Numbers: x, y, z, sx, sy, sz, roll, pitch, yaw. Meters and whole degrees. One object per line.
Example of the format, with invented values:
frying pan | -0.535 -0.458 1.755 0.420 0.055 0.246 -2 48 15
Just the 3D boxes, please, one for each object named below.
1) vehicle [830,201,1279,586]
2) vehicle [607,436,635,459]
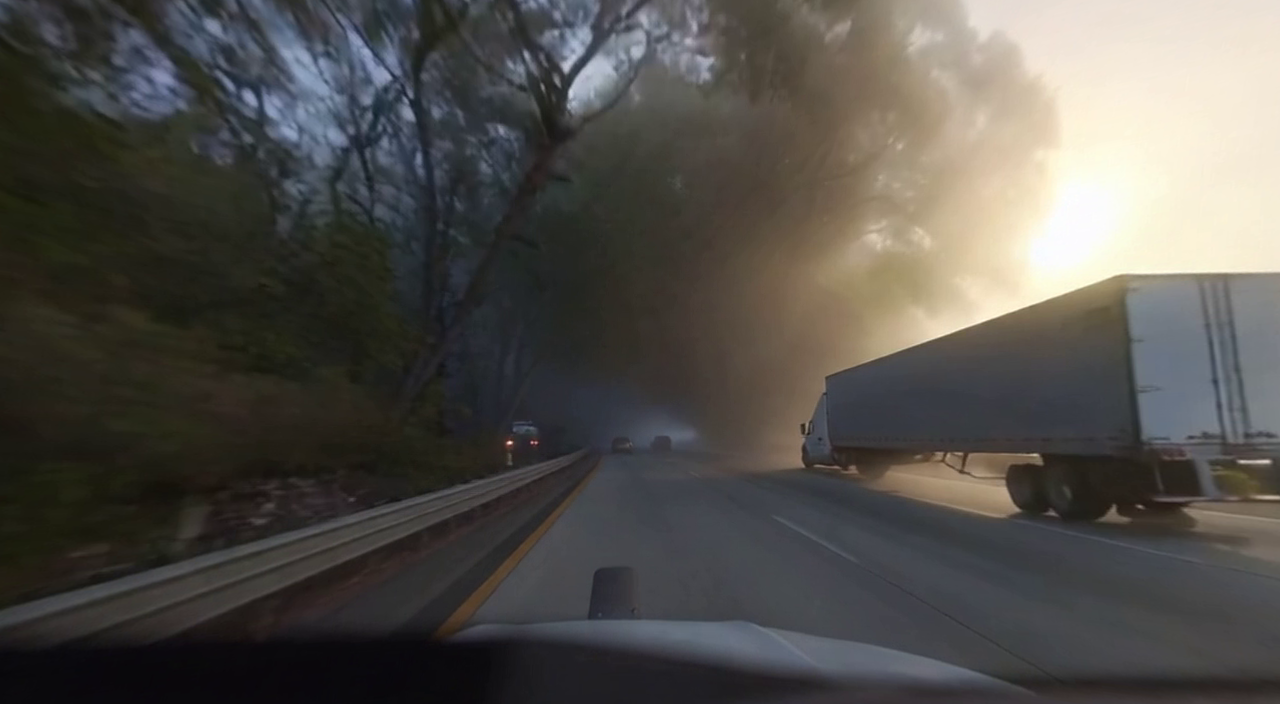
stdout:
vehicle | 7.910 1.307 13.738 2.888 4.093 14.227 0 -8 -1
vehicle | -1.528 7.371 48.912 2.088 1.671 4.068 0 -8 -3
